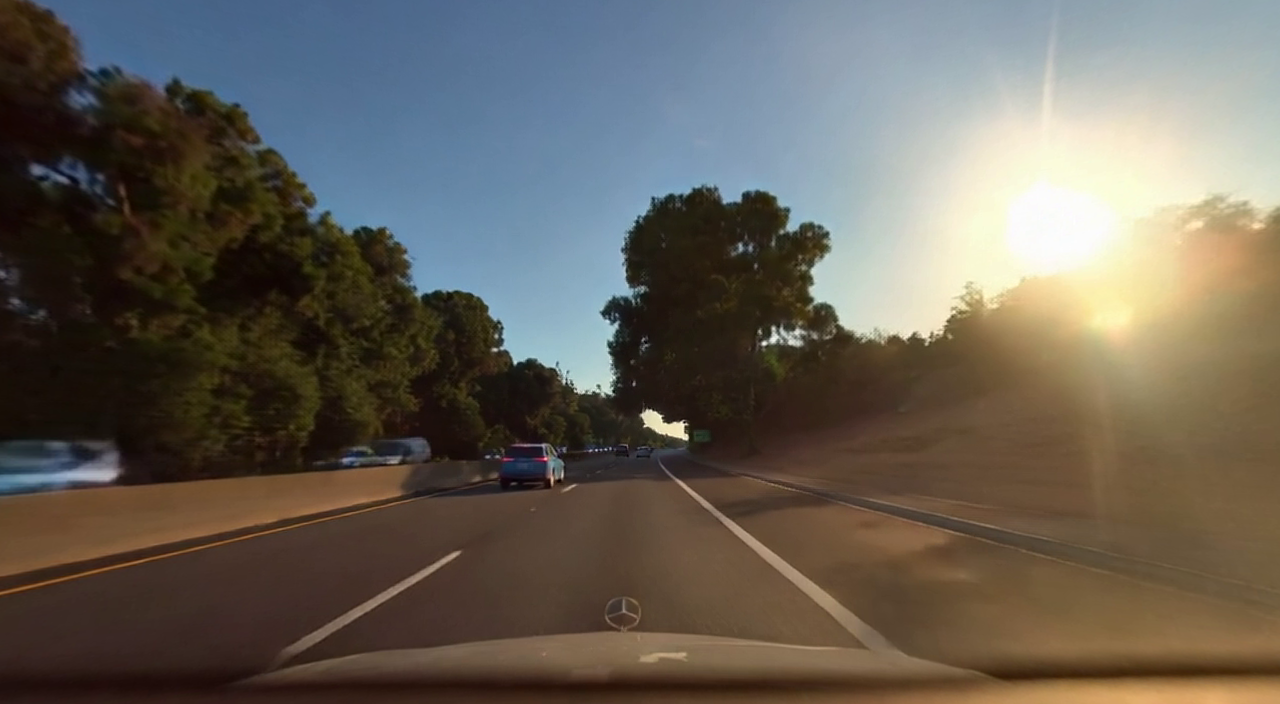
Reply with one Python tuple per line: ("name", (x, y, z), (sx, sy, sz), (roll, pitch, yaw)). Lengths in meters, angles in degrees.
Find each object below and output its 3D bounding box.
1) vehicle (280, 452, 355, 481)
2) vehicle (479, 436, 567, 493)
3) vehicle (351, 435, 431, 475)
("vehicle", (-17.218, 6.106, 33.929), (1.773, 1.434, 4.302), (0, -9, 0))
("vehicle", (-3.843, 3.783, 21.645), (2.110, 1.727, 4.607), (0, -8, 1))
("vehicle", (-13.230, 5.523, 33.966), (2.113, 1.950, 5.131), (0, -8, 1))
